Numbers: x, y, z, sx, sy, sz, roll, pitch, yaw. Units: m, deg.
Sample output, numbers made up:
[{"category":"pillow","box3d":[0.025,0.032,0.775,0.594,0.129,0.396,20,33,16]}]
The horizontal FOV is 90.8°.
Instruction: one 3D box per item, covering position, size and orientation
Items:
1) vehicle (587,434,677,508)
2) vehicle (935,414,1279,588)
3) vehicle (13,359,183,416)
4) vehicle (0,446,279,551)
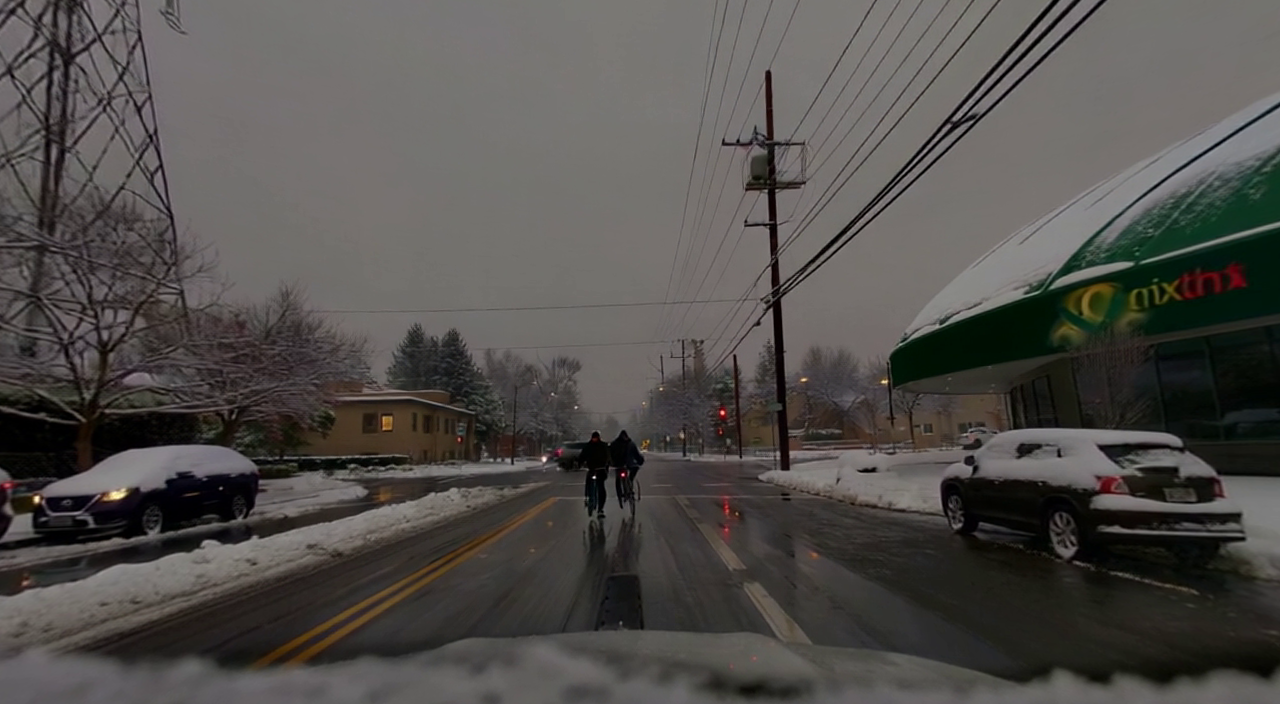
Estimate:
[{"category":"vehicle","box3d":[-0.165,3.208,17.474,2.190,1.783,4.048,0,-8,1]},{"category":"vehicle","box3d":[5.826,1.777,8.348,1.873,1.714,3.979,0,-8,0]},{"category":"vehicle","box3d":[-17.103,1.168,20.099,3.685,1.584,1.708,1,-9,-3]},{"category":"vehicle","box3d":[-10.250,2.946,13.617,2.075,1.816,4.900,0,-8,-1]}]
